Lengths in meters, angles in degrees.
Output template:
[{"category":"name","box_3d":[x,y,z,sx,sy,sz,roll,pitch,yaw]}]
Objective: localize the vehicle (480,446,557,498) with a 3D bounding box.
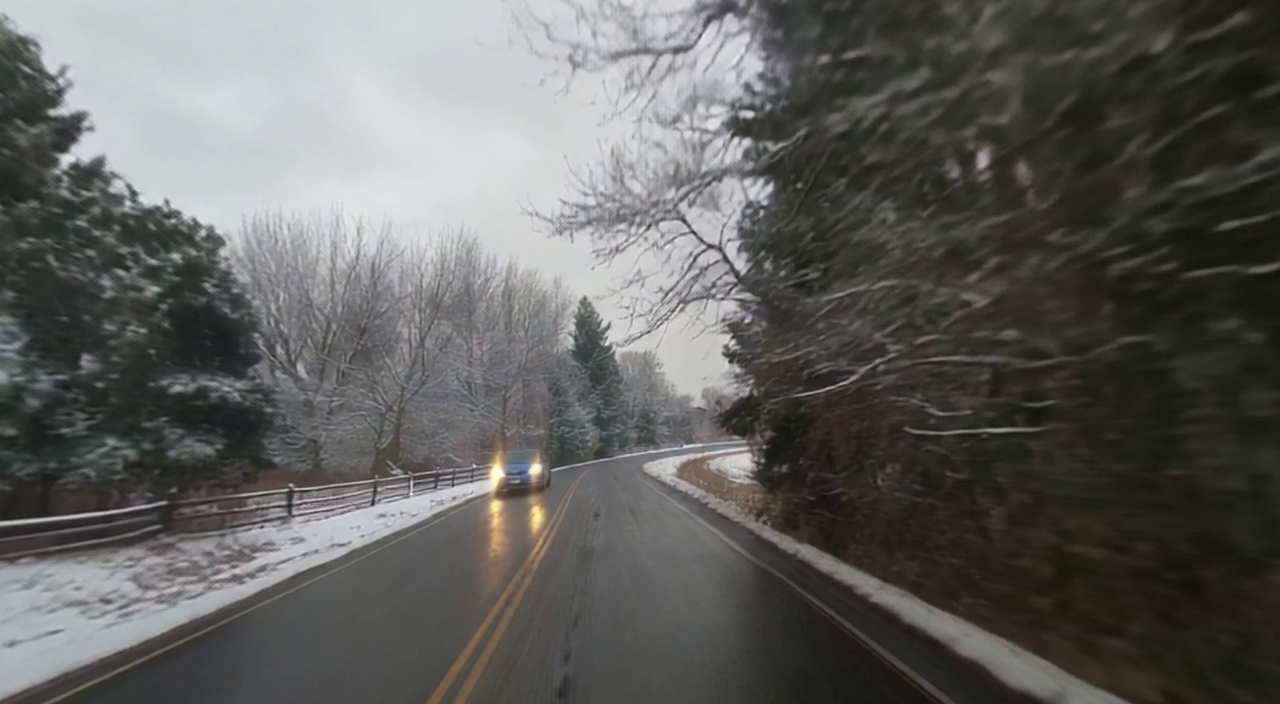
[{"category":"vehicle","box_3d":[-3.983,3.975,21.237,1.987,1.521,3.649,-1,-9,-2]}]
